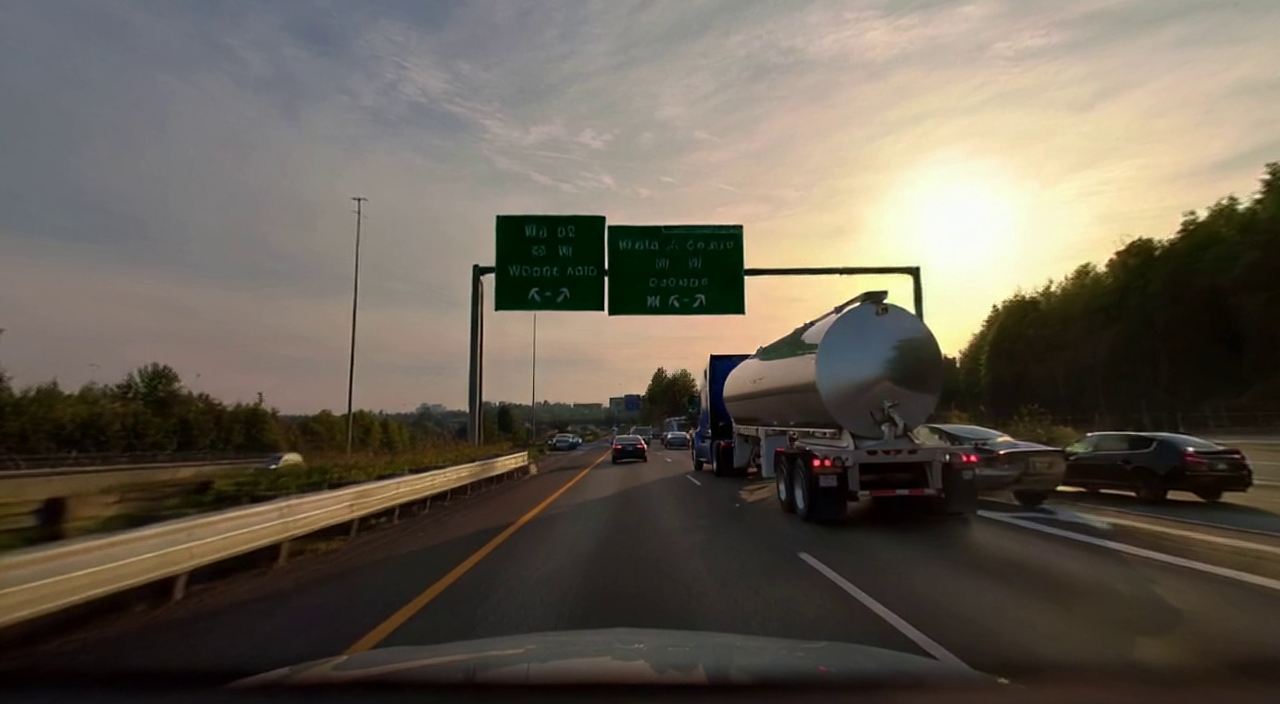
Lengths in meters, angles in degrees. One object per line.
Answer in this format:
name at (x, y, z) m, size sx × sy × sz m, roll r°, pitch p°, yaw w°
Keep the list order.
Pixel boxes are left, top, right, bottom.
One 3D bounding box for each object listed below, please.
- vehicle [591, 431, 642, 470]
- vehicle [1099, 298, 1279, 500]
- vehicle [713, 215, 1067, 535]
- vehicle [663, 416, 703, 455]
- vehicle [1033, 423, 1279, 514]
vehicle at (-0.951, 4.117, 26.510) m, size 2.000 × 1.510 × 3.518 m, roll 0°, pitch -8°, yaw -1°
vehicle at (14.644, 0.893, 12.518) m, size 2.878 × 4.124 × 10.050 m, roll 0°, pitch -8°, yaw -4°
vehicle at (3.532, 0.847, 12.294) m, size 2.826 × 3.905 × 9.262 m, roll 0°, pitch -8°, yaw -2°
vehicle at (3.211, 6.368, 48.159) m, size 2.475 × 2.782 × 4.986 m, roll 0°, pitch -8°, yaw -3°
vehicle at (9.865, 2.174, 12.297) m, size 1.739 × 1.471 × 3.889 m, roll 0°, pitch -8°, yaw -2°
